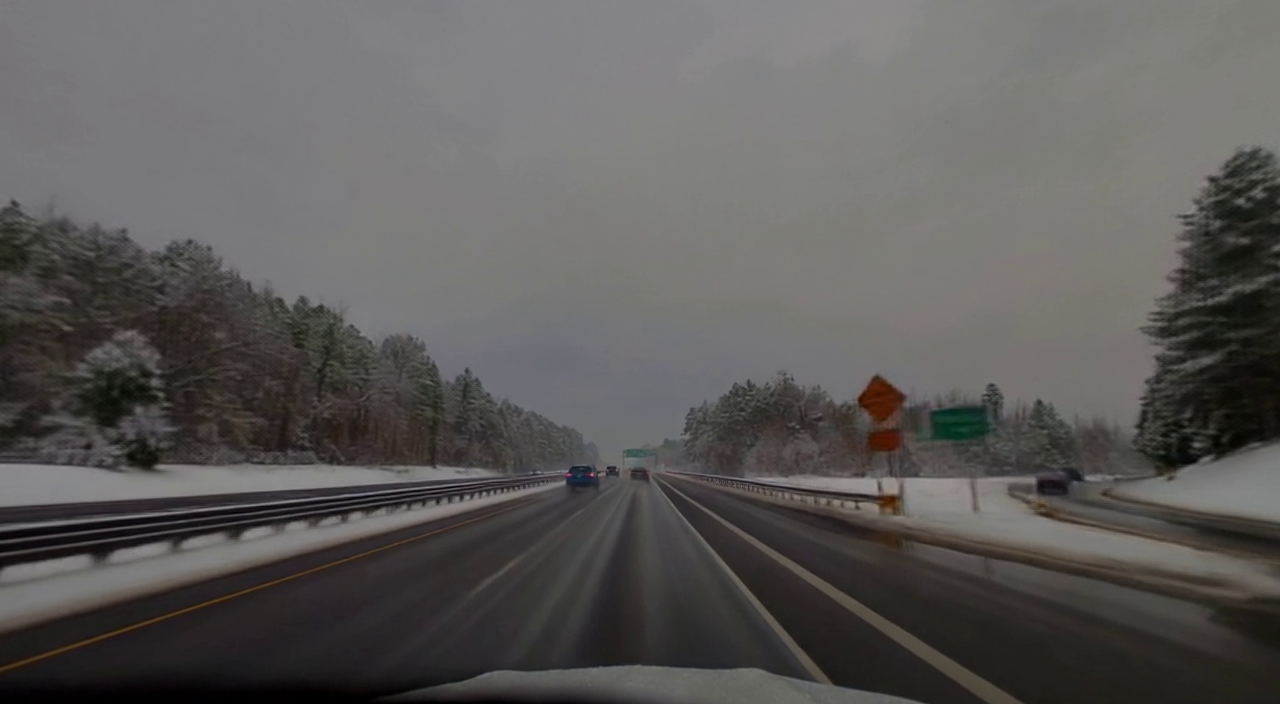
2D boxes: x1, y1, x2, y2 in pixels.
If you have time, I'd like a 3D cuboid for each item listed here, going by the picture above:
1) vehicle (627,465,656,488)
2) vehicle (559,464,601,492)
[{"bbox_3d":[0.111,9.105,46.115,2.065,1.596,3.869,1,-11,0],"label":"vehicle"},{"bbox_3d":[-3.589,7.679,38.493,2.047,1.523,4.279,1,-11,1],"label":"vehicle"}]
